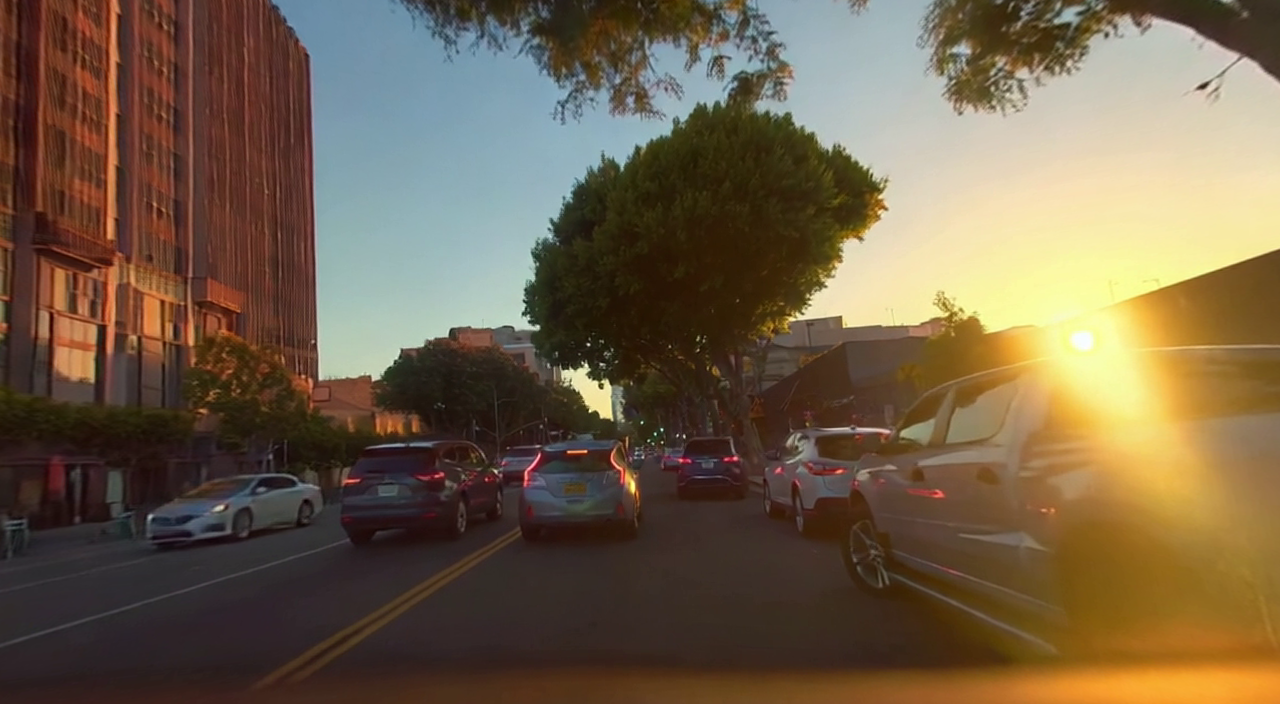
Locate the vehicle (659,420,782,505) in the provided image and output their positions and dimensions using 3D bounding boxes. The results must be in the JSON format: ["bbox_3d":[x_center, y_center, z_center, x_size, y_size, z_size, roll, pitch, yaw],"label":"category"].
[{"bbox_3d":[2.385,2.953,17.405,2.352,1.953,4.798,-3,-9,19],"label":"vehicle"}]

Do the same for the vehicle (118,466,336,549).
[{"bbox_3d":[-9.273,3.488,14.822,1.976,1.475,4.684,0,-9,0],"label":"vehicle"}]

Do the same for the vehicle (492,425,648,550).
[{"bbox_3d":[-0.923,2.124,10.575,2.076,1.667,3.948,0,-8,1],"label":"vehicle"}]

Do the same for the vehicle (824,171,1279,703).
[{"bbox_3d":[2.981,0.757,3.565,2.225,2.070,5.264,0,-8,-1],"label":"vehicle"}]

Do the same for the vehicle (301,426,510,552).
[{"bbox_3d":[-3.939,2.356,11.690,2.000,1.818,4.668,0,-8,1],"label":"vehicle"}]
